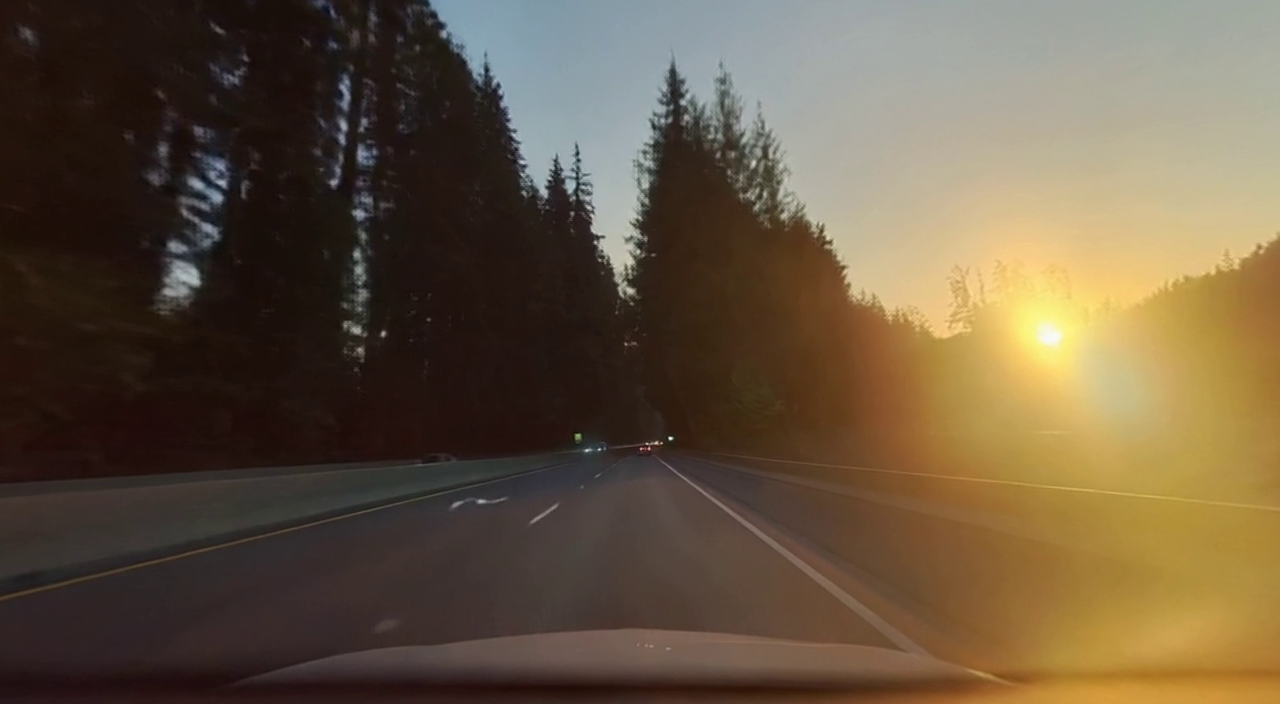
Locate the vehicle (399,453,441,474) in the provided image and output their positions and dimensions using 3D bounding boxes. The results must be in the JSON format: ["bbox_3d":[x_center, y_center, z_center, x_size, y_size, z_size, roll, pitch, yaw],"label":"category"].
[{"bbox_3d":[-16.547,8.386,47.616,1.770,1.413,3.842,0,-9,0],"label":"vehicle"}]
